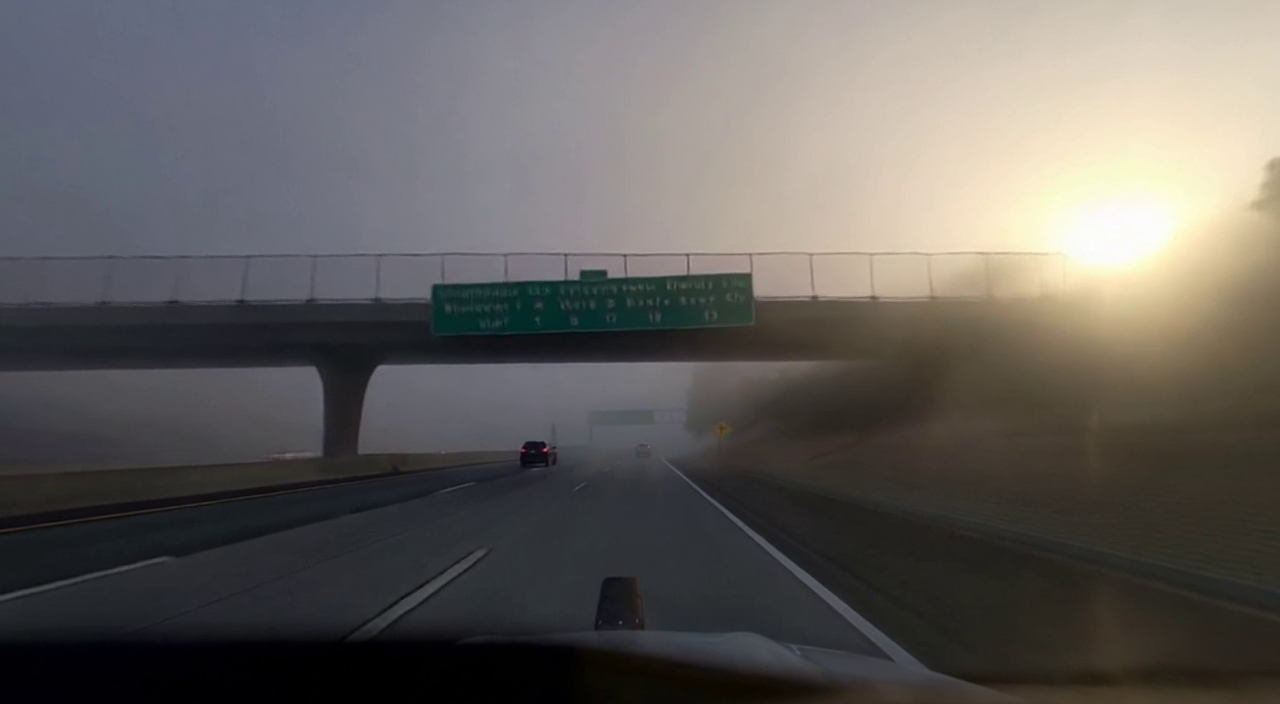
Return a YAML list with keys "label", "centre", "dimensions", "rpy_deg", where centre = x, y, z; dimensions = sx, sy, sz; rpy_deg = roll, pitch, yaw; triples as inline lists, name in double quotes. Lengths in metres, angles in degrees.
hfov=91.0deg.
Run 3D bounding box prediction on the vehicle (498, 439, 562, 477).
- label: "vehicle"
  centre: [-4.888, 4.791, 28.780]
  dimensions: [1.916, 1.545, 4.757]
  rpy_deg: [0, -8, 2]
